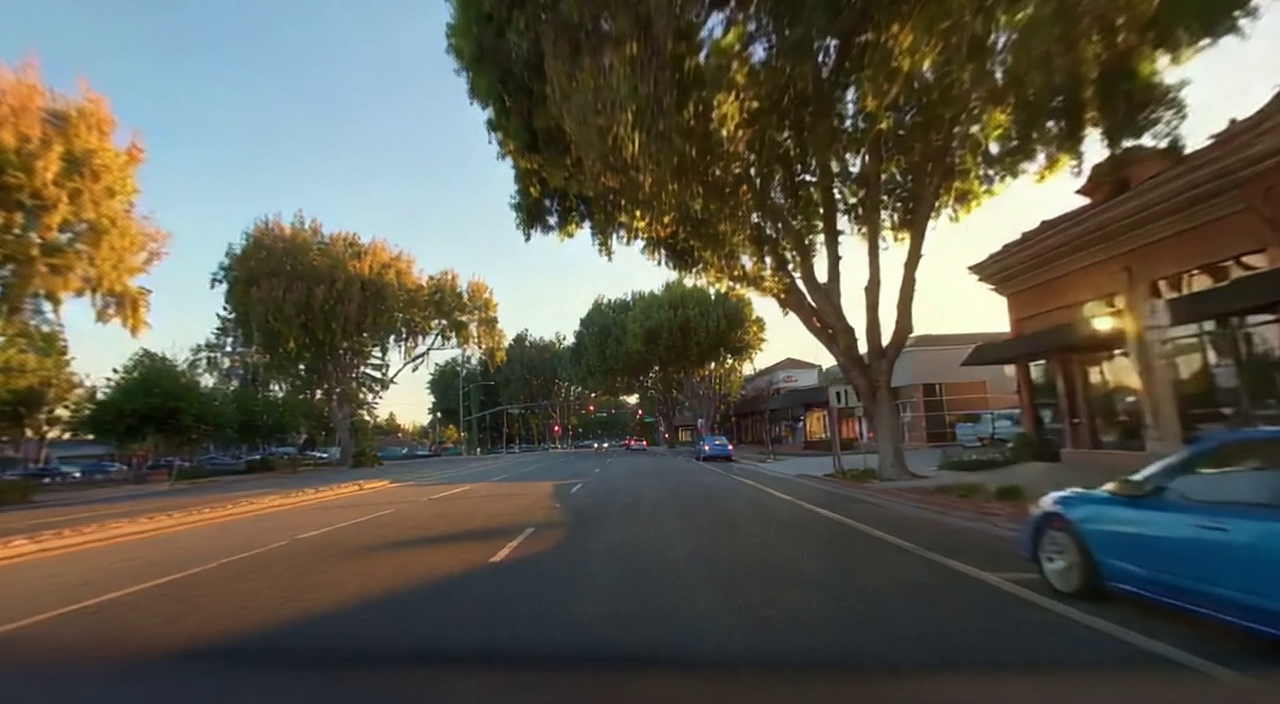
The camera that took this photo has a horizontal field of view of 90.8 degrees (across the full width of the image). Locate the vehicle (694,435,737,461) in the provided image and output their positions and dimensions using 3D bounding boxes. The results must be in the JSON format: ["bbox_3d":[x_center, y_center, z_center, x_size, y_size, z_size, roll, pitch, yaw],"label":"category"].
[{"bbox_3d":[4.540,5.855,38.531,1.942,1.469,4.049,0,-8,-3],"label":"vehicle"}]

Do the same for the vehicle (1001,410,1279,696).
[{"bbox_3d":[4.313,1.017,3.214,2.093,1.446,4.761,0,-8,-1],"label":"vehicle"}]
